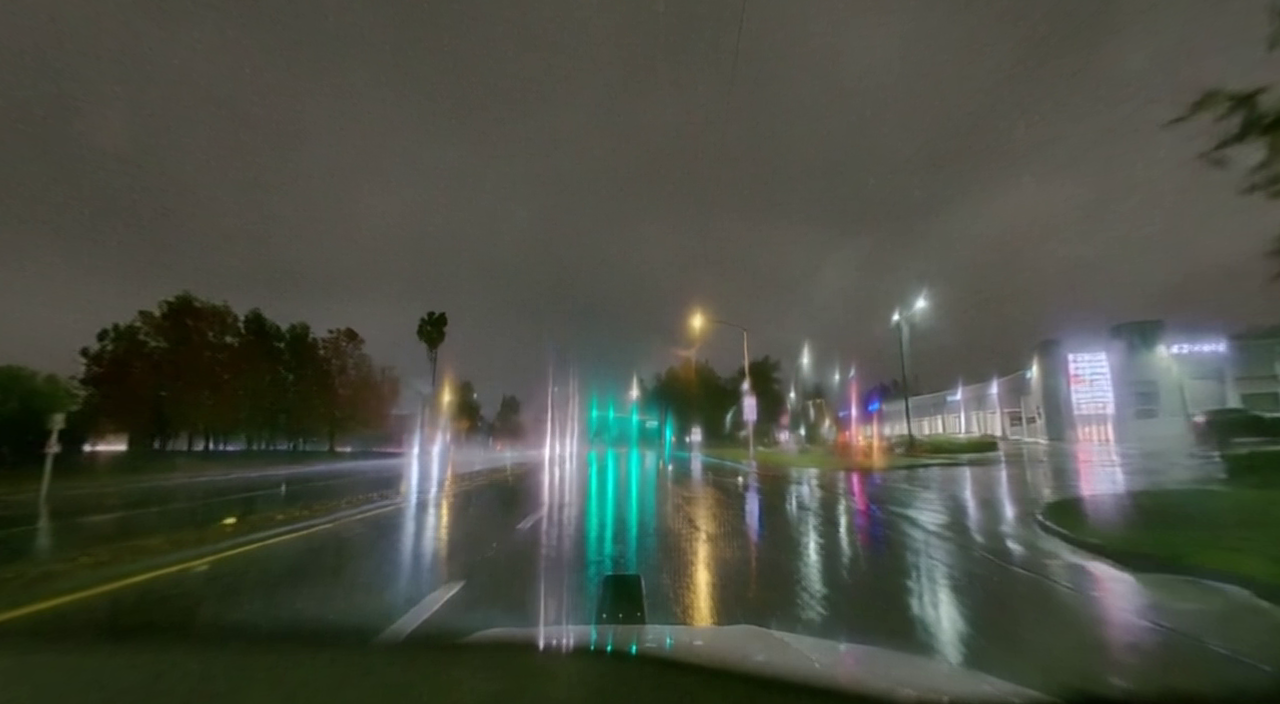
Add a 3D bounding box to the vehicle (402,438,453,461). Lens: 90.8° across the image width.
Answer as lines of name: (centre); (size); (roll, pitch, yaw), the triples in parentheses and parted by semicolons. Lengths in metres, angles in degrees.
vehicle: (-15.926, 7.330, 47.616); (2.131, 1.679, 4.554); (-1, -8, 2)
